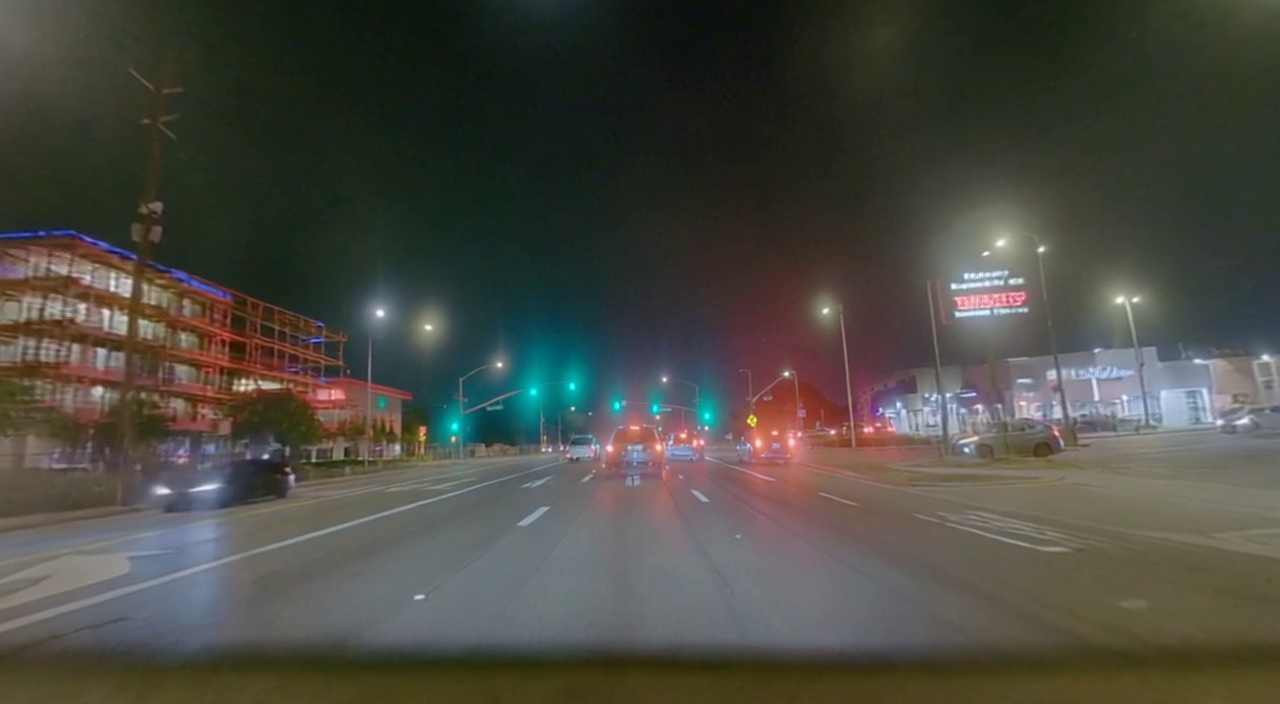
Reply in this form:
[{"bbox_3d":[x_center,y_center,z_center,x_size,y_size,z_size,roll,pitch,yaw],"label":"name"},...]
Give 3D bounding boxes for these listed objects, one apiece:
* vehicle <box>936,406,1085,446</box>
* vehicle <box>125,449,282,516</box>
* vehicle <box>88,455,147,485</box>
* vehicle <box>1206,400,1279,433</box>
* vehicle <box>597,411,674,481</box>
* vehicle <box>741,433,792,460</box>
[{"bbox_3d":[14.929,3.068,25.504,4.986,1.467,2.025,-6,-10,34],"label":"vehicle"},{"bbox_3d":[-12.661,3.741,18.620,1.887,1.536,4.088,-5,-8,-2],"label":"vehicle"},{"bbox_3d":[-33.295,7.447,40.060,4.692,1.720,1.941,-7,-11,40],"label":"vehicle"},{"bbox_3d":[30.988,3.223,31.196,1.810,1.448,4.550,-1,-8,4],"label":"vehicle"},{"bbox_3d":[-0.204,3.315,22.205,2.350,2.122,5.801,0,-8,-2],"label":"vehicle"},{"bbox_3d":[7.636,5.635,37.775,2.145,1.503,4.267,-4,-9,23],"label":"vehicle"}]
